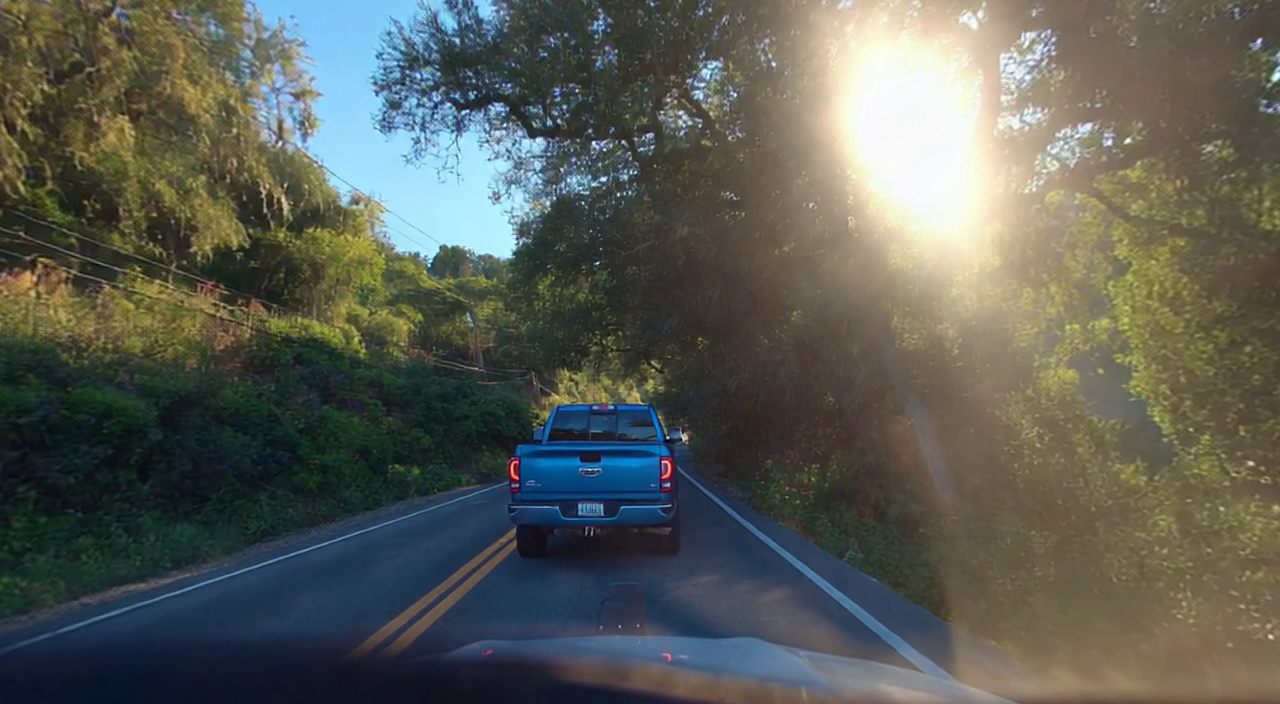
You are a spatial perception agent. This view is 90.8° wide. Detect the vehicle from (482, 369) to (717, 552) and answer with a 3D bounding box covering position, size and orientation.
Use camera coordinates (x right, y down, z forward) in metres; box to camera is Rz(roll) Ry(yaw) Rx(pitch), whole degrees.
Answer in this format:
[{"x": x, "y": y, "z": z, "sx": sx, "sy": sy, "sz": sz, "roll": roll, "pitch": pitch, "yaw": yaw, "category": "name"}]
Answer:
[{"x": -0.529, "y": 1.748, "z": 10.715, "sx": 2.837, "sy": 2.223, "sz": 5.885, "roll": 0, "pitch": -8, "yaw": -1, "category": "vehicle"}]
